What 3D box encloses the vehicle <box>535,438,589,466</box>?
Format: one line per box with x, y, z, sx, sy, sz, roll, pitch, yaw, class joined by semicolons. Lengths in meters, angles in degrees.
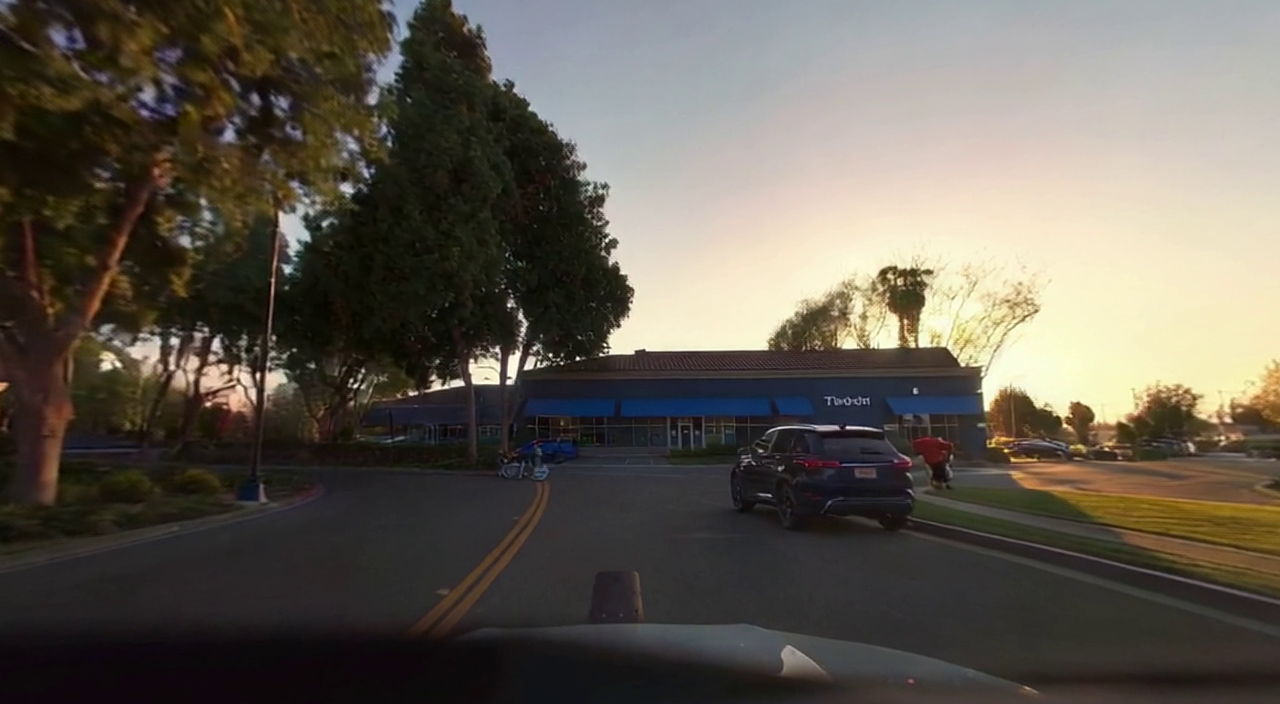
-4.888;6.176;39.126;2.007;1.639;4.444;4;-9;-25;vehicle

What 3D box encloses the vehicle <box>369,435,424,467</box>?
-16.148;6.493;41.708;2.319;1.976;4.839;5;-10;-33;vehicle

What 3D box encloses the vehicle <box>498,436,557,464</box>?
-7.929;6.842;44.168;2.278;1.805;4.950;5;-10;-33;vehicle

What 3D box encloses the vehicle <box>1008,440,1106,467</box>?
26.035;6.339;39.558;4.800;1.574;1.815;-8;-12;43;vehicle

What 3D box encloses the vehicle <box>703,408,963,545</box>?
2.848;2.022;10.968;2.292;1.767;5.128;1;-9;-8;vehicle
